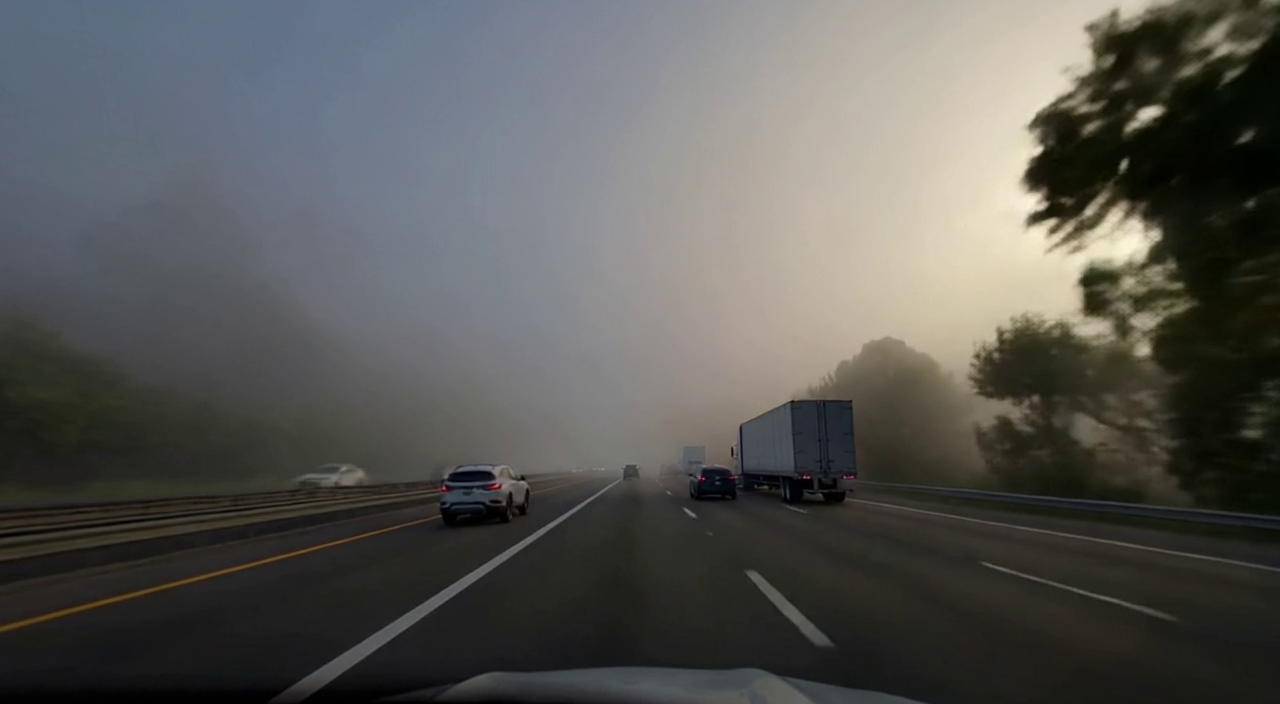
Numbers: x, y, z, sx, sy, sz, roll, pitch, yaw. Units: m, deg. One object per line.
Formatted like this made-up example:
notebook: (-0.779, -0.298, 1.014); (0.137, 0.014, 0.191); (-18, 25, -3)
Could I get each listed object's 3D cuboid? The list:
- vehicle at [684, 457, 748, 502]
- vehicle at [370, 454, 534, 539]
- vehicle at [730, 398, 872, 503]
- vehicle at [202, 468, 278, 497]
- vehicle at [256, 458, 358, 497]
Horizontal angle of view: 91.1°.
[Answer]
vehicle: (3.143, 5.391, 26.870); (2.050, 1.708, 4.457); (1, -10, -1)
vehicle: (-3.789, 3.033, 13.711); (2.065, 1.485, 4.682); (1, -10, 1)
vehicle: (7.569, 5.441, 33.450); (2.861, 4.086, 17.499); (1, -10, 0)
vehicle: (-22.318, 7.256, 35.177); (1.666, 1.484, 3.689); (1, -11, 2)
vehicle: (-15.198, 5.753, 29.020); (1.949, 1.577, 4.837); (1, -10, 1)
